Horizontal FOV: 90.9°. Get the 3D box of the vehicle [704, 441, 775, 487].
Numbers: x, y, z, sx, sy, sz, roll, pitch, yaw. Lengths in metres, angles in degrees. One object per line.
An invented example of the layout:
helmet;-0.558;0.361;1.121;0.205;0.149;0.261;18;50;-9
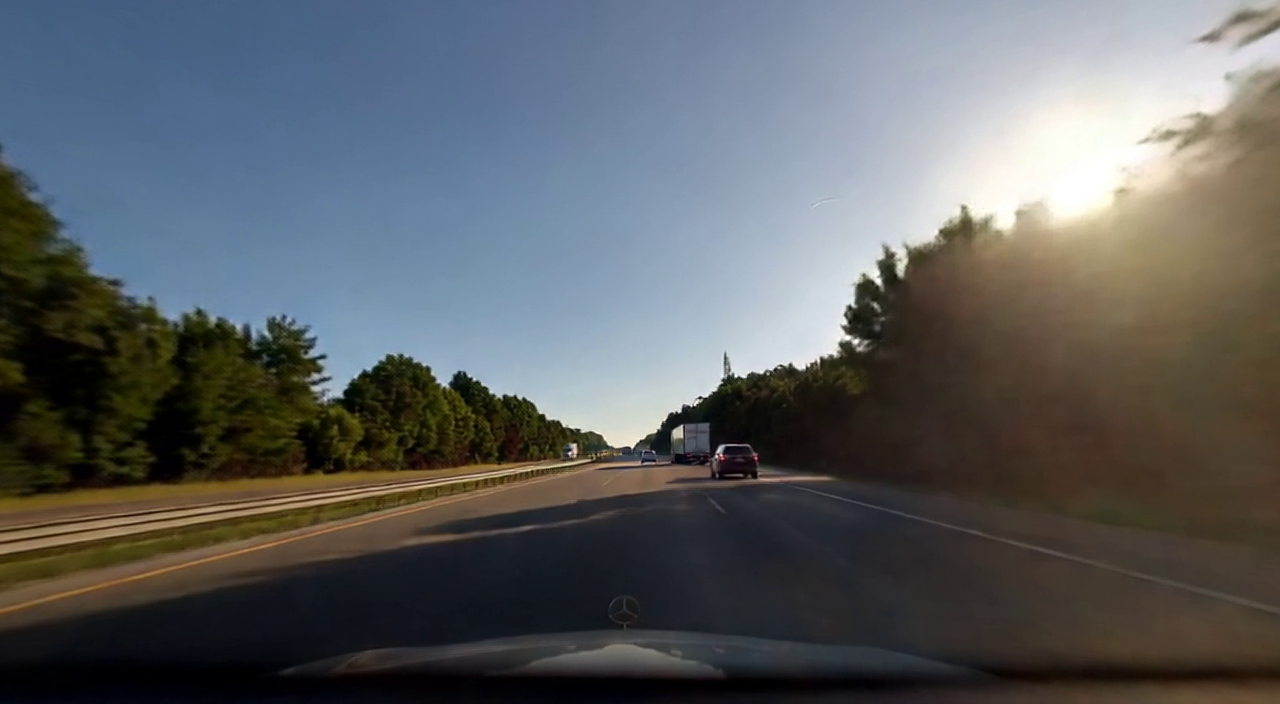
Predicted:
vehicle;3.831;4.403;25.068;2.096;1.653;4.185;0;-9;0
